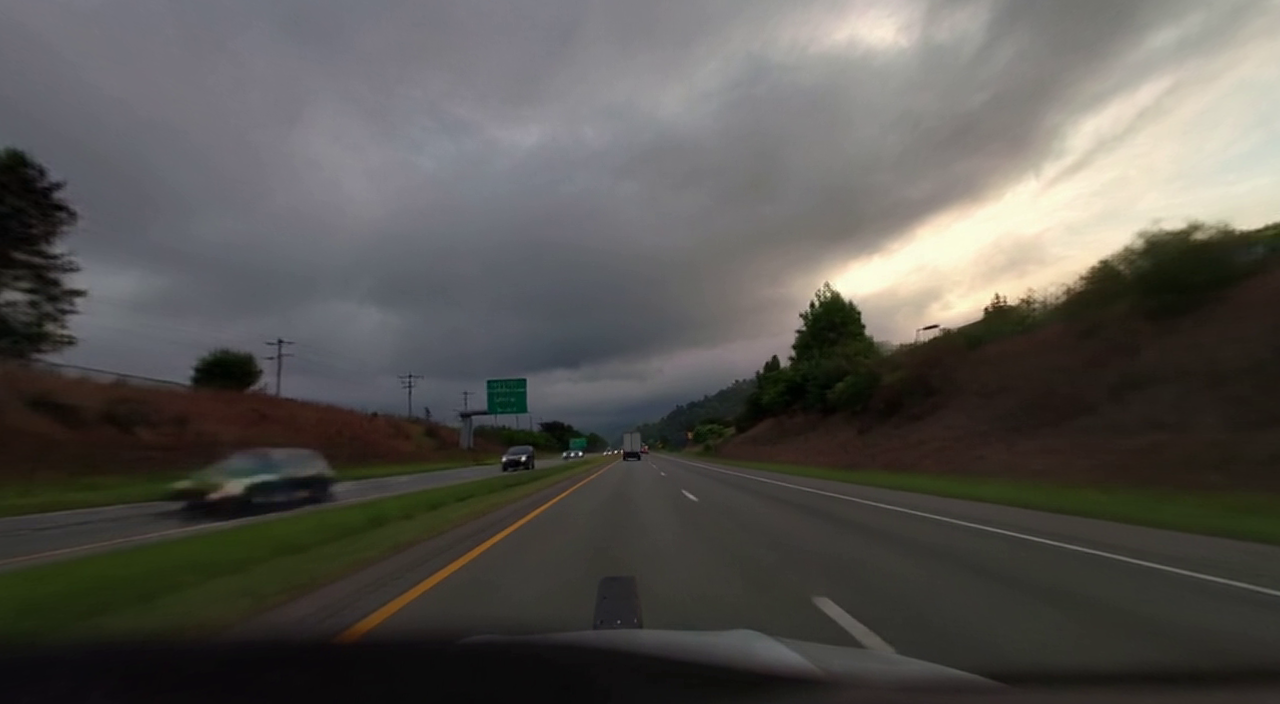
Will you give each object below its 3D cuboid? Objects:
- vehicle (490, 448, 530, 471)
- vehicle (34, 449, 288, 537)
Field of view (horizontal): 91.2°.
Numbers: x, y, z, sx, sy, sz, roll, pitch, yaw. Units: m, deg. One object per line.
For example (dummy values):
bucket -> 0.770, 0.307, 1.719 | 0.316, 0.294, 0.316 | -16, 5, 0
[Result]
vehicle -> -9.683, 8.013, 47.043 | 2.016, 1.620, 4.735 | 0, -9, 0
vehicle -> -9.644, 2.816, 13.221 | 1.868, 1.511, 4.410 | 0, -9, 0
